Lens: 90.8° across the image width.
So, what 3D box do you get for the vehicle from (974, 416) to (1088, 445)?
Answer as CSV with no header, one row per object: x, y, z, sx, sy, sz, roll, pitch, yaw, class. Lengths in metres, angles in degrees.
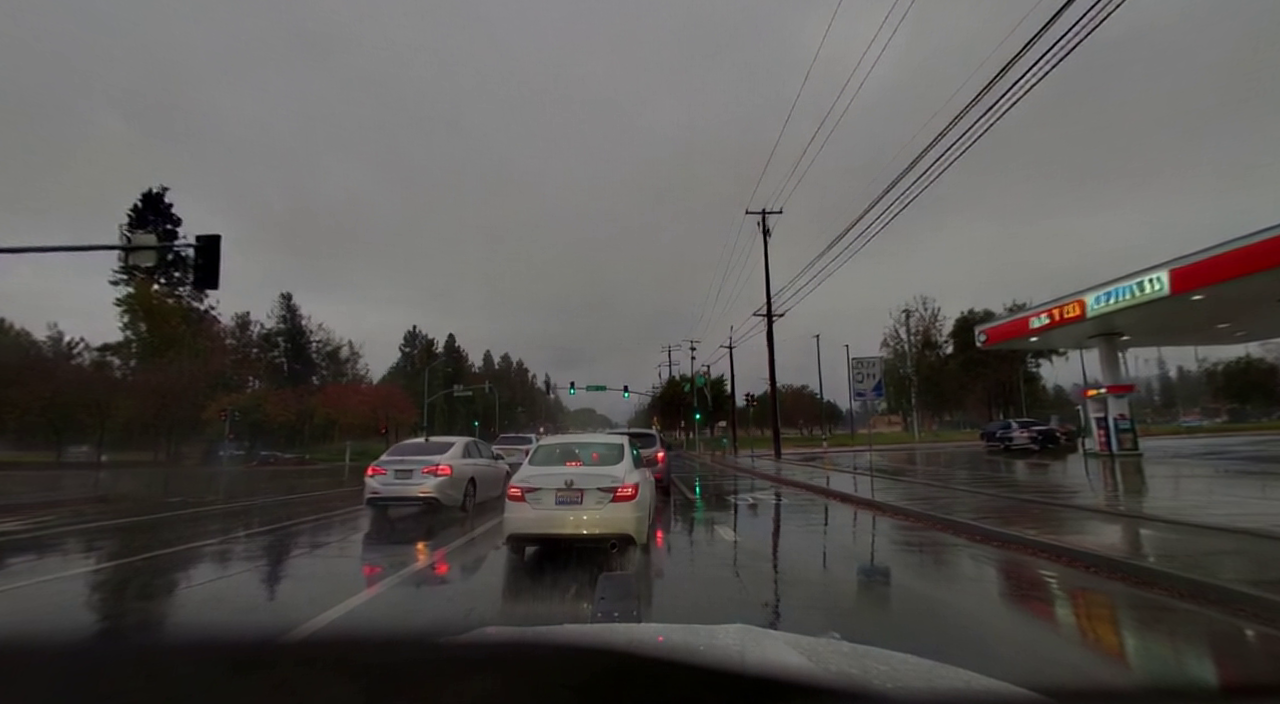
21.346,4.314,34.614,4.874,1.502,2.048,0,-8,0,vehicle

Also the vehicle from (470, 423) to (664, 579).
-0.644,1.795,8.506,1.916,1.510,4.447,0,-8,2,vehicle

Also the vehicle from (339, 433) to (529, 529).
-3.707,2.402,12.476,1.995,1.506,4.773,0,-8,2,vehicle
